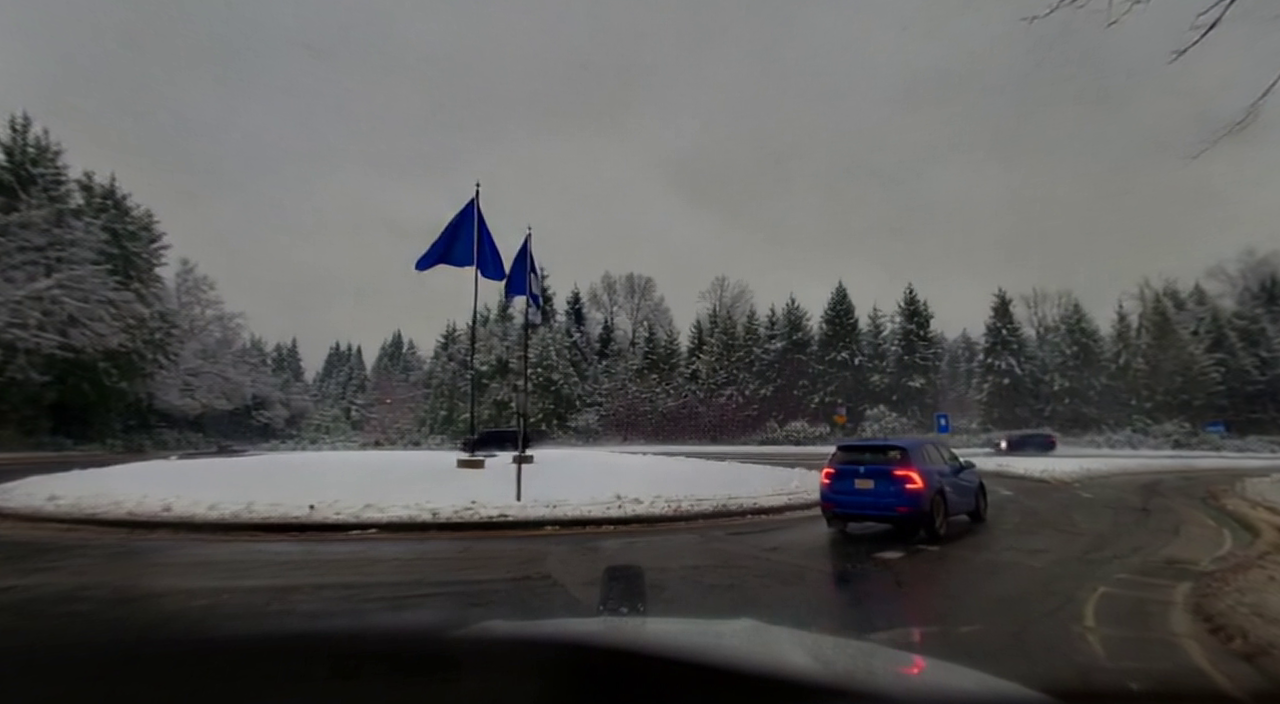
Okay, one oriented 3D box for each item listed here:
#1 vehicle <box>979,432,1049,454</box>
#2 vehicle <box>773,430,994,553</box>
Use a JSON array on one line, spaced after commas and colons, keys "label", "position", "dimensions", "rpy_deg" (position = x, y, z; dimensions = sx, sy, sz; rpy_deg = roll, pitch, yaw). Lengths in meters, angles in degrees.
[{"label": "vehicle", "position": [27.936, 6.810, 47.195], "dimensions": [4.045, 1.569, 1.781], "rpy_deg": [-1, -9, 7]}, {"label": "vehicle", "position": [4.198, 2.185, 10.558], "dimensions": [2.078, 1.607, 4.010], "rpy_deg": [-8, -12, 41]}]
